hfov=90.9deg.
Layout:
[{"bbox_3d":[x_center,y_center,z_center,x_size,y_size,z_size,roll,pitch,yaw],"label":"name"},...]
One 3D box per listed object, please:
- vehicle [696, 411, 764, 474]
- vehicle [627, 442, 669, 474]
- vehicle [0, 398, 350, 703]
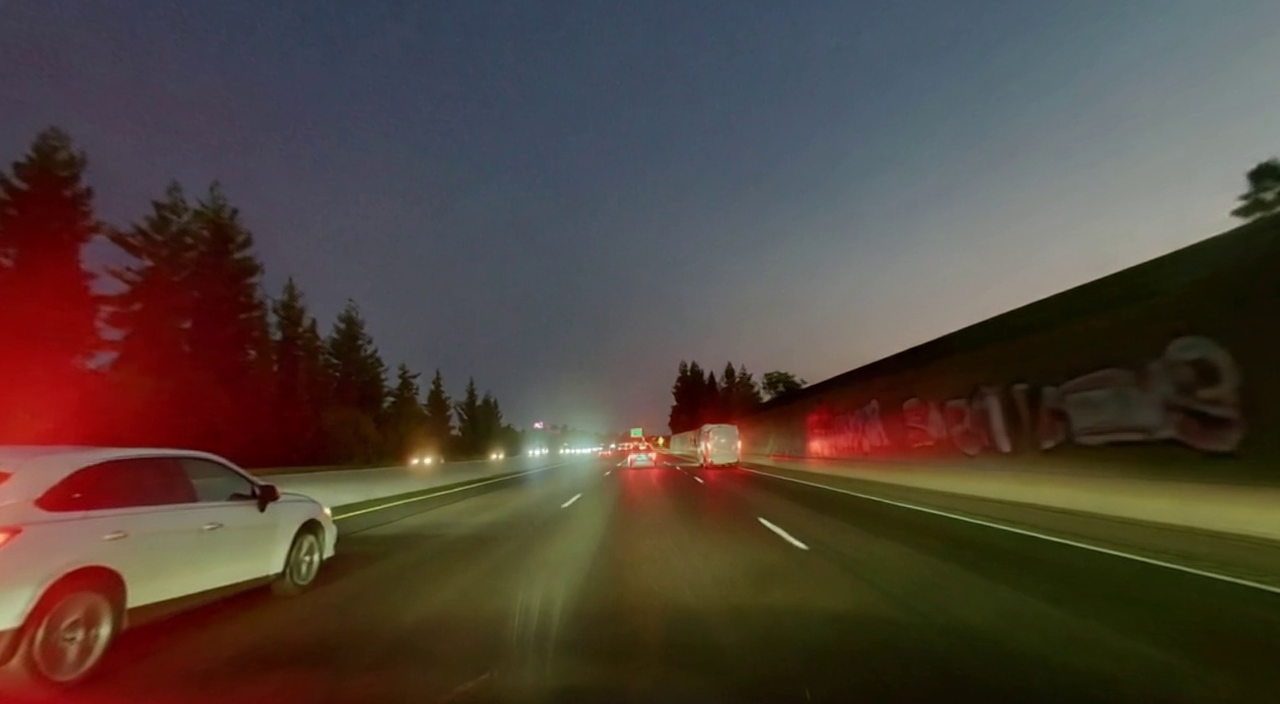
[{"bbox_3d":[4.504,4.739,32.894,2.549,2.931,6.310,0,-9,0],"label":"vehicle"},{"bbox_3d":[0.404,5.364,32.126,2.009,1.506,4.091,0,-9,0],"label":"vehicle"},{"bbox_3d":[-3.655,1.060,3.456,2.023,1.444,4.379,0,-9,0],"label":"vehicle"}]
